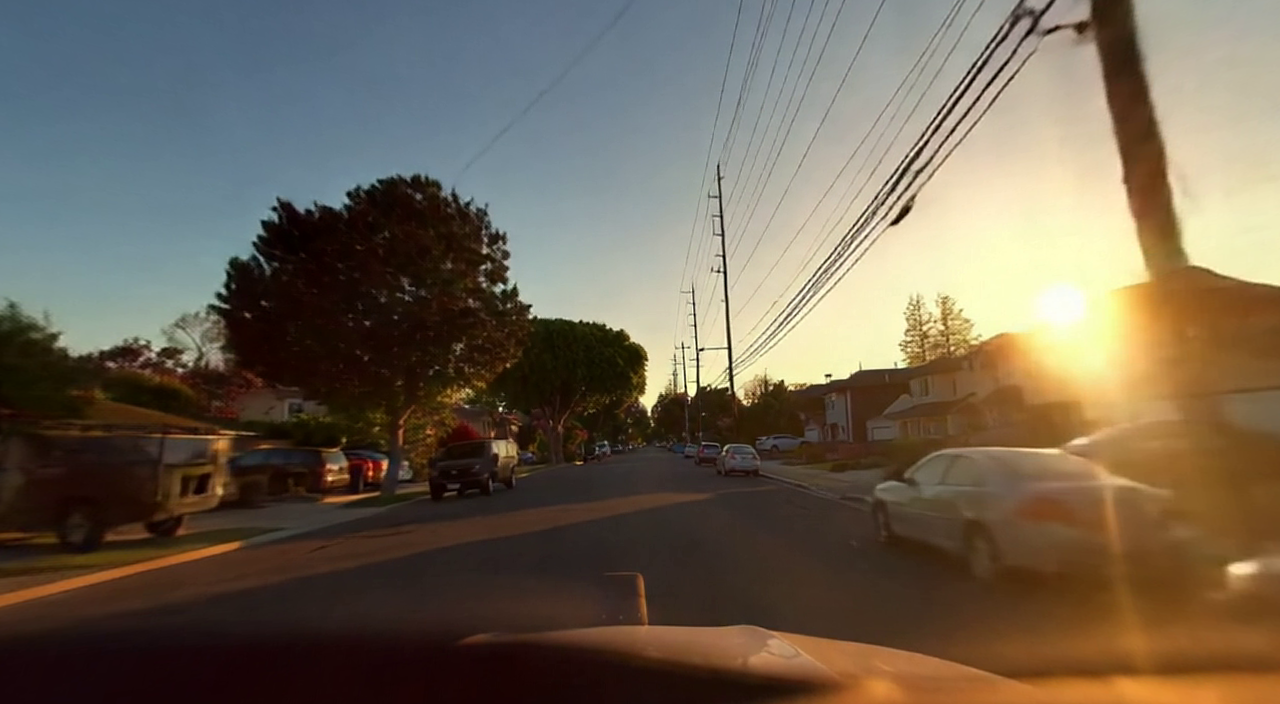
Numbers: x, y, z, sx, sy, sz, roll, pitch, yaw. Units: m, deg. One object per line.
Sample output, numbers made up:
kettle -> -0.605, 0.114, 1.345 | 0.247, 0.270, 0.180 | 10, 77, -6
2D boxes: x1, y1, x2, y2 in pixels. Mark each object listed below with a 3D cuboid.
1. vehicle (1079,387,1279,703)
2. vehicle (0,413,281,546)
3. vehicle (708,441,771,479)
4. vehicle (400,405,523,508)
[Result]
vehicle -> 3.741, 0.743, 1.558 | 1.970, 1.530, 4.899 | -1, -8, 3
vehicle -> -10.534, 2.227, 11.391 | 6.540, 2.079, 2.565 | 0, -8, 1
vehicle -> 4.325, 4.778, 28.307 | 2.016, 1.544, 4.645 | 0, -8, -1
vehicle -> -5.884, 3.514, 21.769 | 2.313, 2.875, 6.057 | -4, -8, 1
